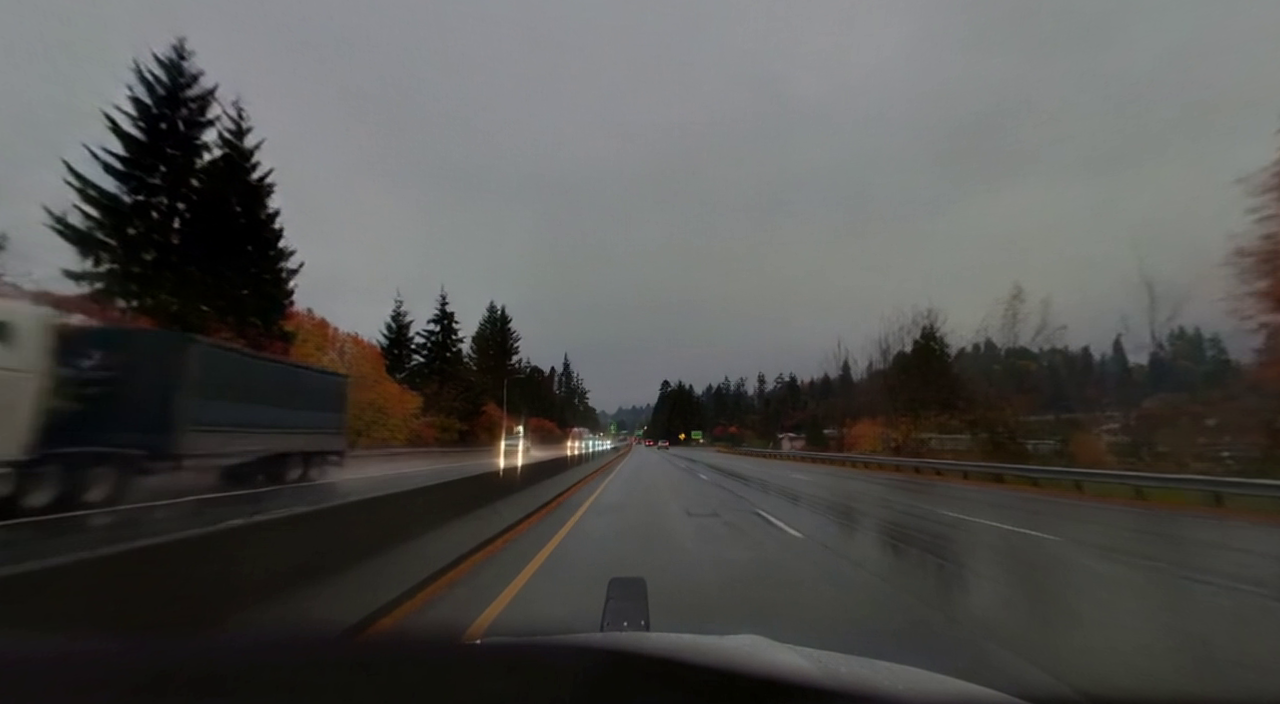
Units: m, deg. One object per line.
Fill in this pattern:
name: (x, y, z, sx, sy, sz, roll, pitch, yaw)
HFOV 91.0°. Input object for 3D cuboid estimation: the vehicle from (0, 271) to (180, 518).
vehicle: (-11.257, 0.726, 10.177, 2.946, 3.741, 5.919, 0, -8, 0)
